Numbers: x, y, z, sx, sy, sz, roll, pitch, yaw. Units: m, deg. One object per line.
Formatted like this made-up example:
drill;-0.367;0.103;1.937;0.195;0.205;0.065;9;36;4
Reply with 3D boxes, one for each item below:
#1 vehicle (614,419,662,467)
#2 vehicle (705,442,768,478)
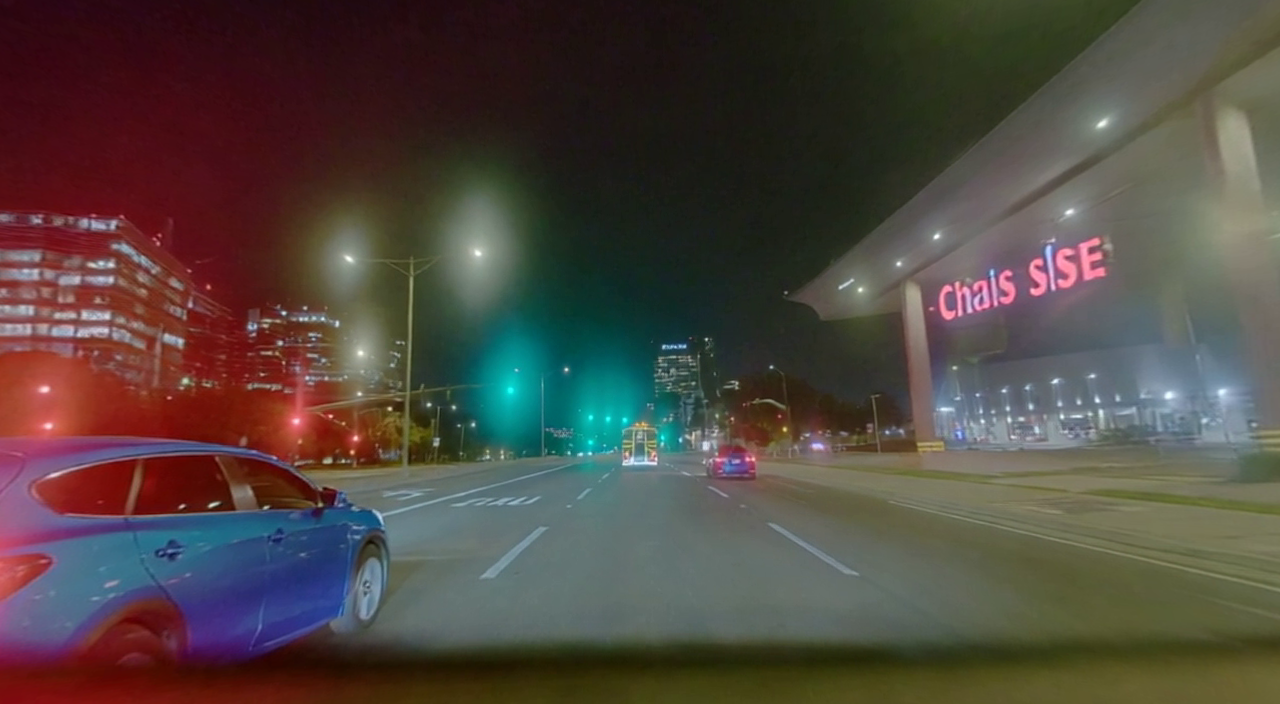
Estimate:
vehicle;-0.133;5.888;40.852;2.833;2.879;6.572;0;-8;0
vehicle;4.182;4.745;28.055;2.005;1.442;4.675;0;-8;-1
